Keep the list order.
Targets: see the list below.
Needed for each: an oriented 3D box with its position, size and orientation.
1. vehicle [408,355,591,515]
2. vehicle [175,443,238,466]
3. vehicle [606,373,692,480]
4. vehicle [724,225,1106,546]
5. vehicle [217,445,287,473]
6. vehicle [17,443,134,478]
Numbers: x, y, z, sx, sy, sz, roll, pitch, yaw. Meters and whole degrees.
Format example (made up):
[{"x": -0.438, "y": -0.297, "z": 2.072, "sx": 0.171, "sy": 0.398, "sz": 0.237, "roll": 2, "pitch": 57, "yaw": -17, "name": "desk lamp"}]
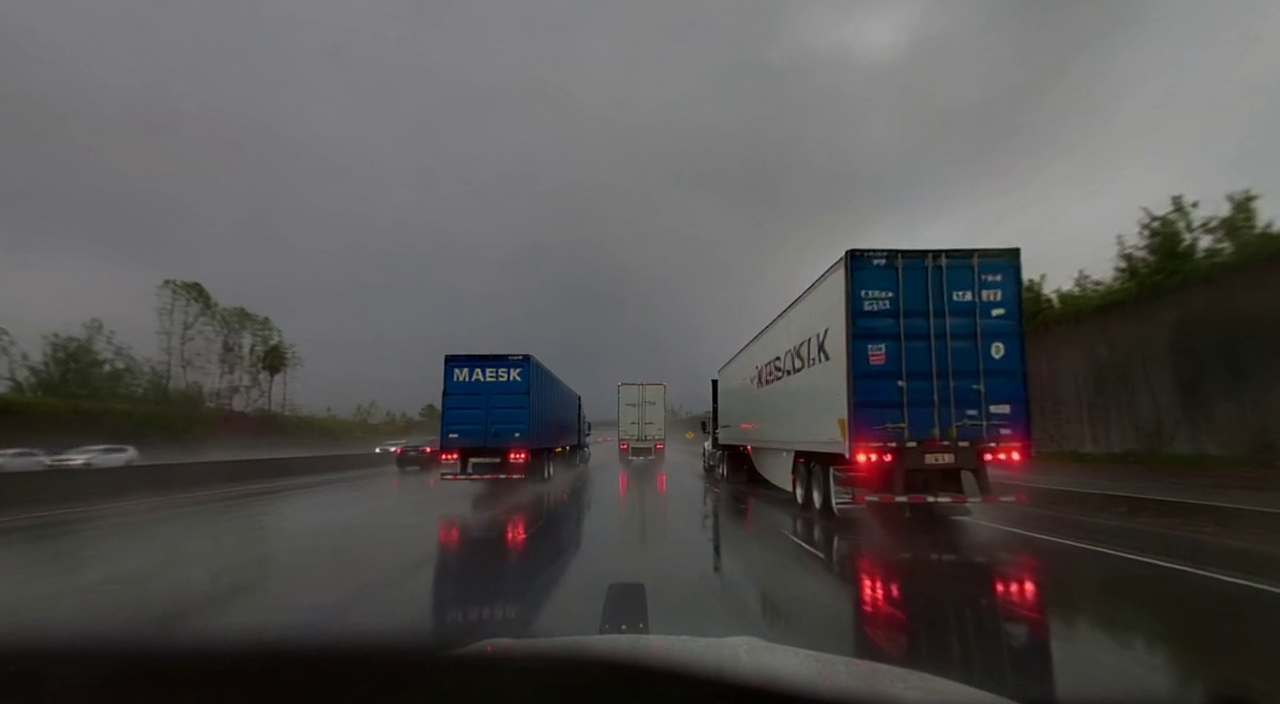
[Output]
[{"x": -3.270, "y": 2.468, "z": 18.370, "sx": 2.786, "sy": 3.228, "sz": 11.082, "roll": 0, "pitch": -8, "yaw": 0, "name": "vehicle"}, {"x": -27.353, "y": 6.487, "z": 39.906, "sx": 1.523, "sy": 1.373, "sz": 3.357, "roll": 0, "pitch": -8, "yaw": 1, "name": "vehicle"}, {"x": 0.399, "y": 4.033, "z": 32.064, "sx": 3.097, "sy": 3.856, "sz": 18.209, "roll": 0, "pitch": -8, "yaw": 0, "name": "vehicle"}, {"x": 4.450, "y": 1.410, "z": 15.420, "sx": 2.887, "sy": 4.178, "sz": 14.553, "roll": 0, "pitch": -8, "yaw": 0, "name": "vehicle"}, {"x": -20.114, "y": 5.511, "z": 32.828, "sx": 1.457, "sy": 1.354, "sz": 3.284, "roll": 0, "pitch": -8, "yaw": 2, "name": "vehicle"}, {"x": -31.118, "y": 5.970, "z": 34.997, "sx": 2.155, "sy": 1.780, "sz": 4.716, "roll": 0, "pitch": -8, "yaw": -1, "name": "vehicle"}]
